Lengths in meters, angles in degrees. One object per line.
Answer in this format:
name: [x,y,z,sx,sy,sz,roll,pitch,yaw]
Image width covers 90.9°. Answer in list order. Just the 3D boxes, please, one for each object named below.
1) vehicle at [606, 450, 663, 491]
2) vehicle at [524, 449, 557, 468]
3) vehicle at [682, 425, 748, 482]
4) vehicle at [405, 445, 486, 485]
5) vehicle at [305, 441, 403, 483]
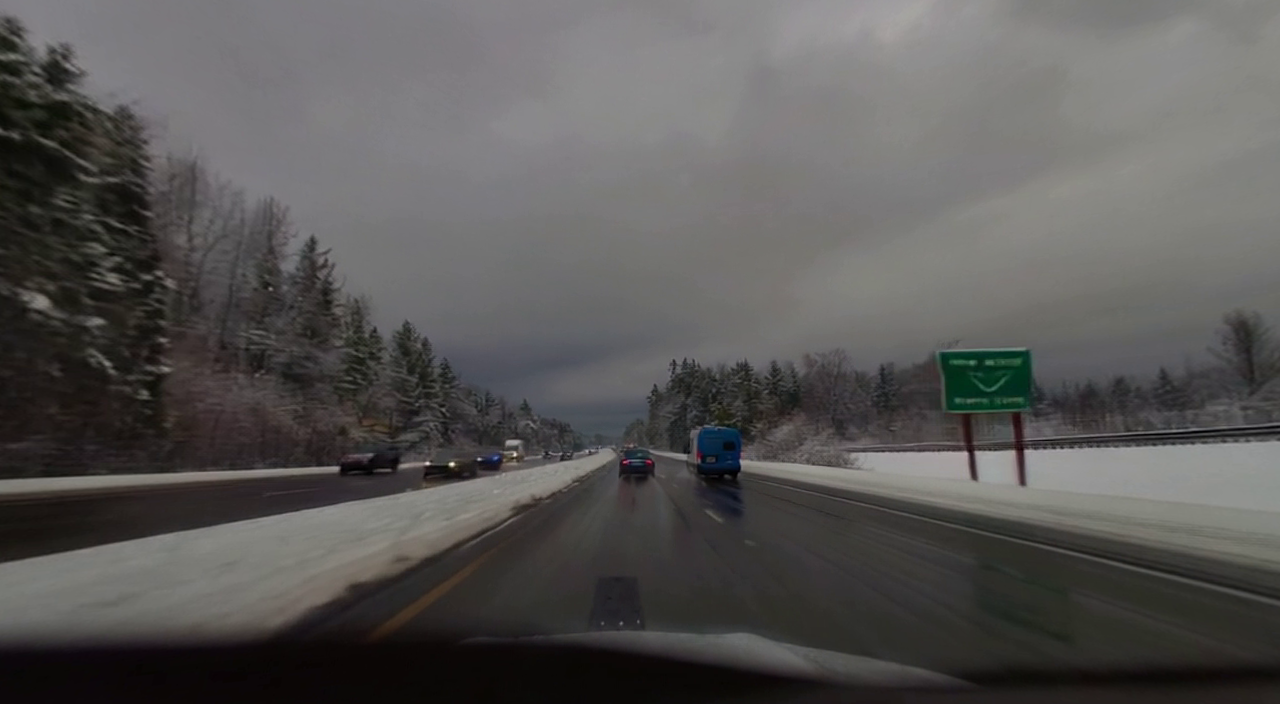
vehicle: [-0.224,4.539,24.412,2.037,1.417,3.885,0,-9,-1]
vehicle: [-7.739,8.280,49.133,1.911,1.461,3.984,0,-9,0]
vehicle: [3.754,5.288,32.956,2.513,2.633,5.930,0,-9,-2]
vehicle: [-7.819,4.582,25.797,1.952,1.449,4.276,0,-9,0]
vehicle: [-11.836,4.578,26.442,2.083,1.616,4.311,0,-9,0]
